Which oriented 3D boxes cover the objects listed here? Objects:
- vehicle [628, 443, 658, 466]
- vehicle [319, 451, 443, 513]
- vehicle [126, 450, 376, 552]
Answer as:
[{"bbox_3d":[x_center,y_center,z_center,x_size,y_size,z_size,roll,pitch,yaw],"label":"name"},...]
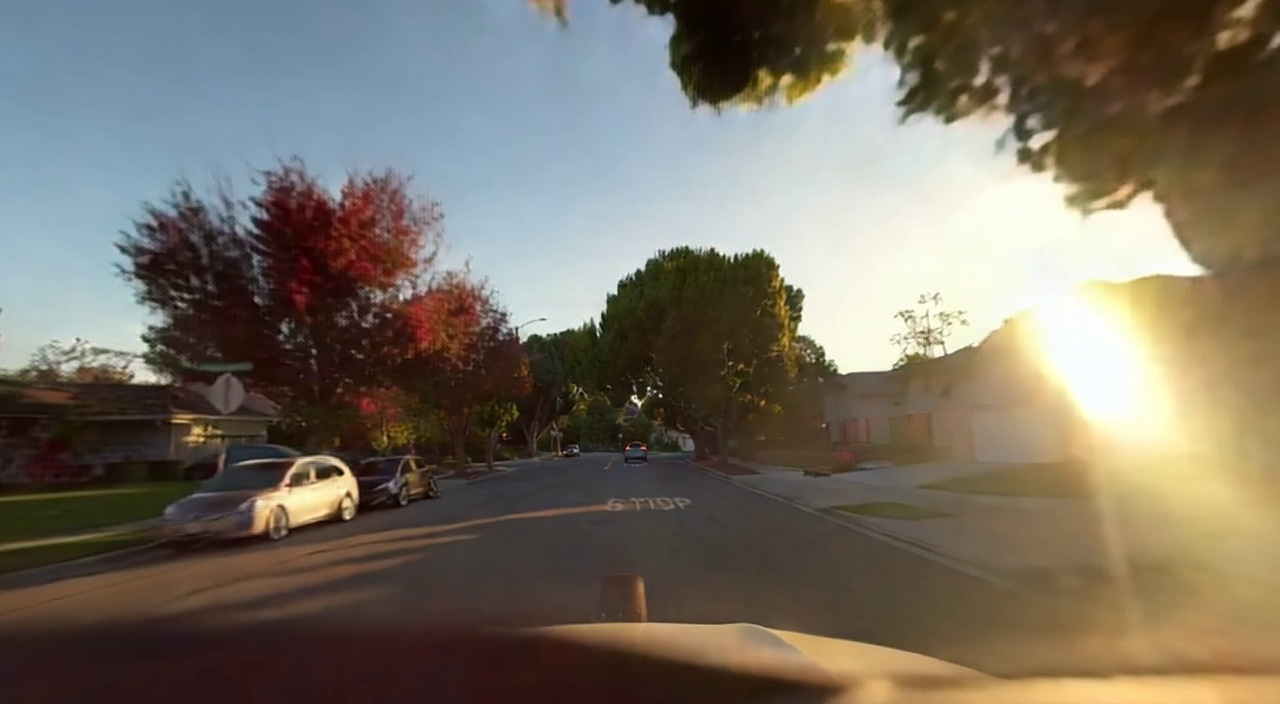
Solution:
[{"bbox_3d":[0.235,7.242,44.549,2.043,1.484,4.340,0,-9,0],"label":"vehicle"},{"bbox_3d":[-6.945,3.494,17.370,1.789,1.481,3.957,0,-9,-1],"label":"vehicle"},{"bbox_3d":[-6.999,2.668,12.098,1.972,1.543,4.622,0,-9,-2],"label":"vehicle"}]
